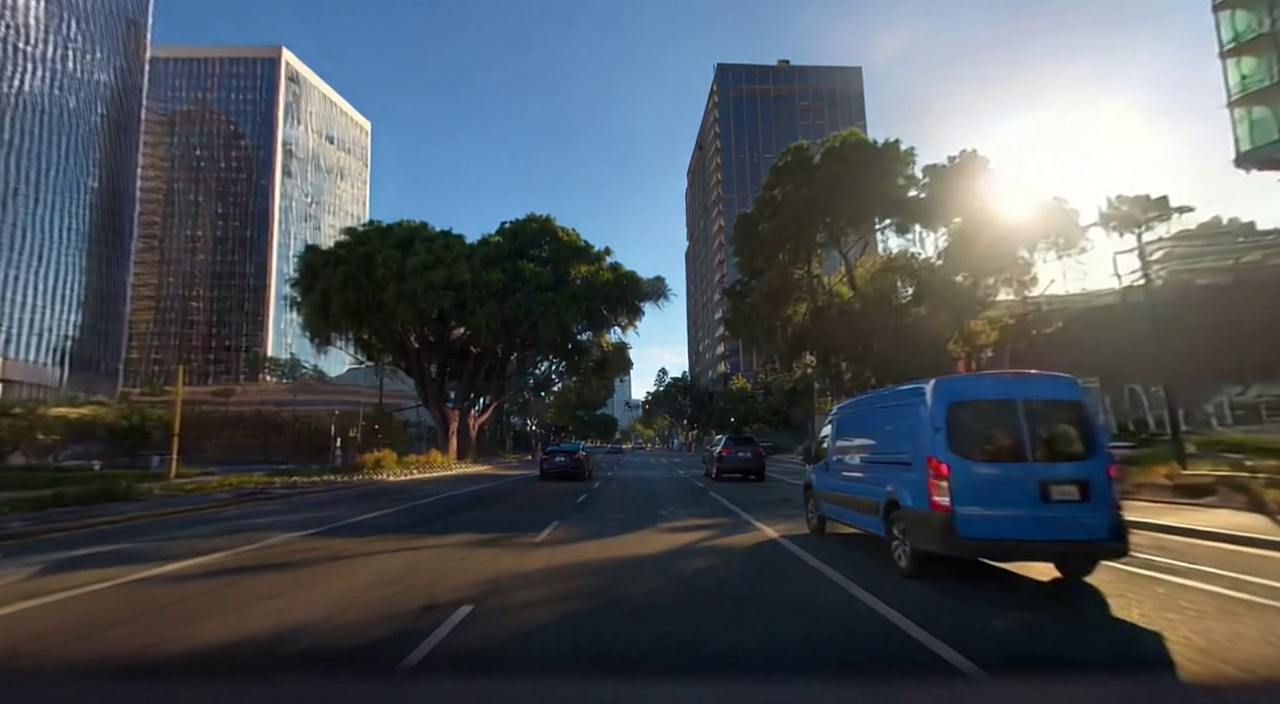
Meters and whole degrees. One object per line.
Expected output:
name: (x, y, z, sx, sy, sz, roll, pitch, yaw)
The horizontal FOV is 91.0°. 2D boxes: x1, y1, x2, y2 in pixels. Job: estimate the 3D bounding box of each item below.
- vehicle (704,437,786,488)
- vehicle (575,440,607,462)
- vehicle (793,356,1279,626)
vehicle: (3.304, 3.554, 20.594, 1.867, 1.493, 4.190, 0, -8, -2)
vehicle: (-3.475, 7.123, 45.496, 1.864, 1.464, 4.195, 0, -8, 1)
vehicle: (3.528, 1.359, 7.134, 2.200, 1.914, 5.145, 0, -8, -1)
